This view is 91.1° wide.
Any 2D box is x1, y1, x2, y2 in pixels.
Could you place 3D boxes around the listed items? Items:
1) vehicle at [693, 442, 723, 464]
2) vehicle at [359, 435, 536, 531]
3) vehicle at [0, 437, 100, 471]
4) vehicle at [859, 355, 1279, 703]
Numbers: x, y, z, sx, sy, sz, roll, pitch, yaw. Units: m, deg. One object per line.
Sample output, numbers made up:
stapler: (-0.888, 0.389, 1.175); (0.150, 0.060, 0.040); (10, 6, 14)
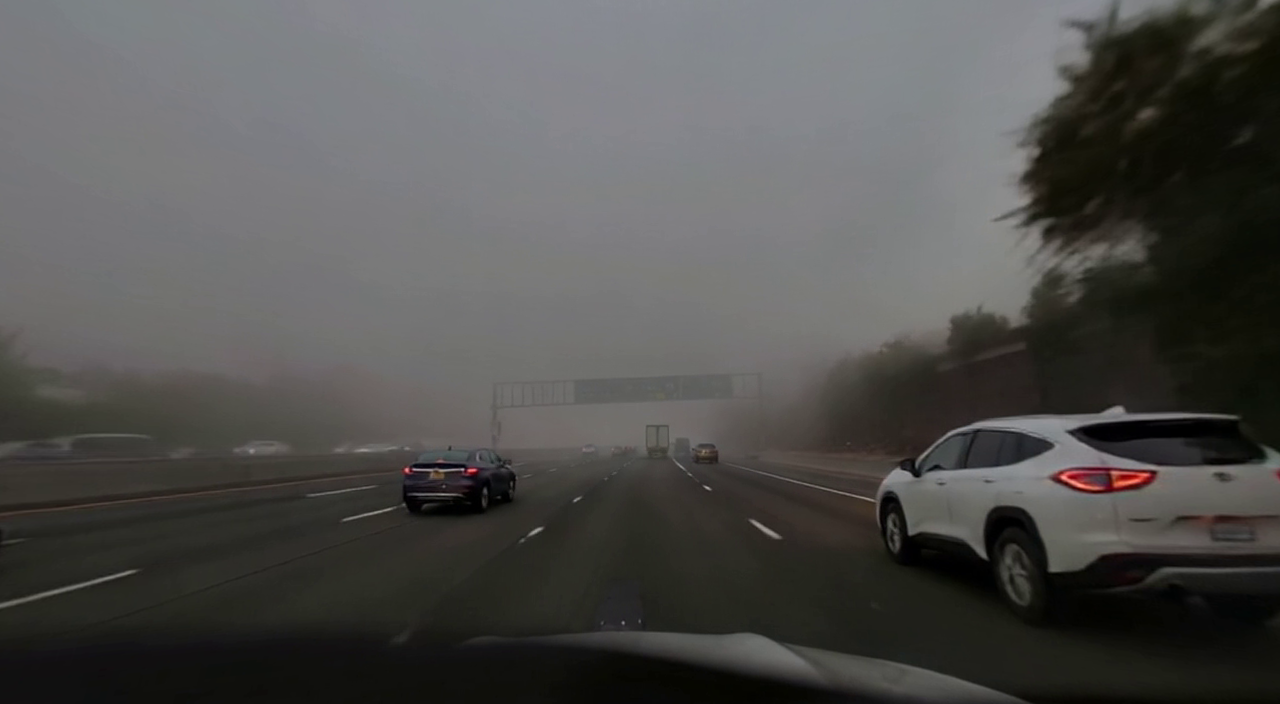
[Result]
vehicle: (5.239, 7.833, 48.885); (2.046, 1.655, 4.143); (0, -9, 2)
vehicle: (-3.369, 2.368, 11.970); (1.947, 1.479, 4.114); (0, -9, 2)
vehicle: (-27.935, 4.724, 29.251); (1.960, 1.438, 3.957); (0, -9, 2)
vehicle: (3.703, 1.208, 5.172); (2.108, 1.709, 4.703); (0, -9, 1)
